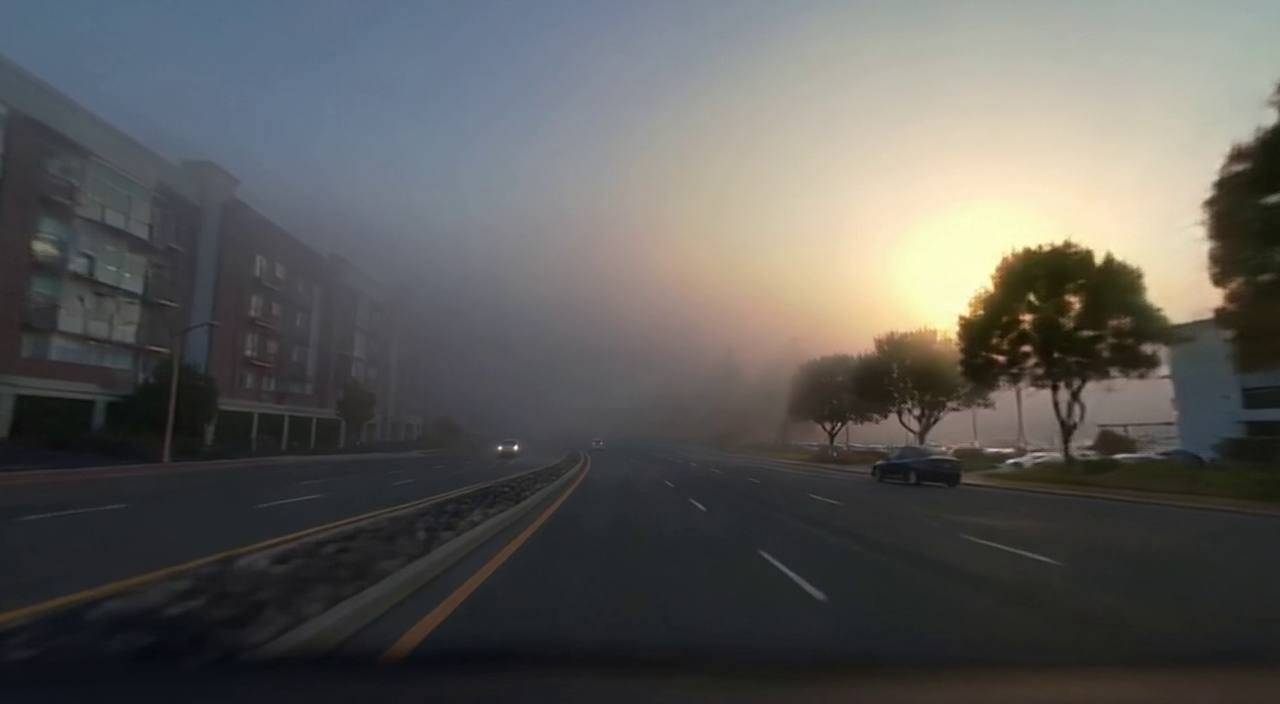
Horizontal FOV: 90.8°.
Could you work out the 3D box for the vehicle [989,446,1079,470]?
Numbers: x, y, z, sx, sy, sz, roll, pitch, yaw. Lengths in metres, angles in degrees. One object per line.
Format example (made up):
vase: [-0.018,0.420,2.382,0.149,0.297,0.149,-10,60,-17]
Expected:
vehicle: [25.667,6.924,41.280,4.588,1.459,1.939,1,-9,-1]
